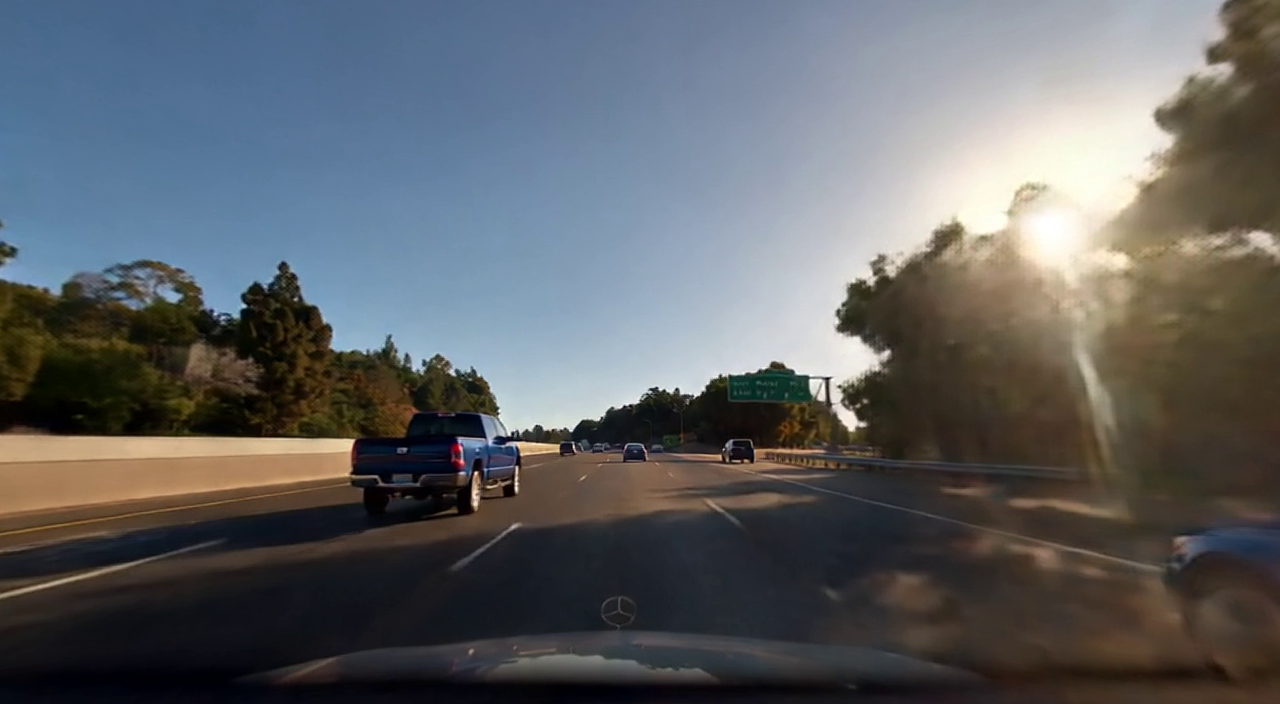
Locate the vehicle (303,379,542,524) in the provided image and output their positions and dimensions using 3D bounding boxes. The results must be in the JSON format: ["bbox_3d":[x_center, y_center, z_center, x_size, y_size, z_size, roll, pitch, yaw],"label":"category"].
[{"bbox_3d":[-3.740,1.946,12.588,2.592,2.179,6.034,0,-9,0],"label":"vehicle"}]

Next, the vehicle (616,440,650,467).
[{"bbox_3d":[-0.490,6.598,41.301,2.157,1.642,4.189,0,-9,-2],"label":"vehicle"}]

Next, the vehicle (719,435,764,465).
[{"bbox_3d":[6.773,6.635,42.742,2.103,1.898,5.310,0,-9,-1],"label":"vehicle"}]
